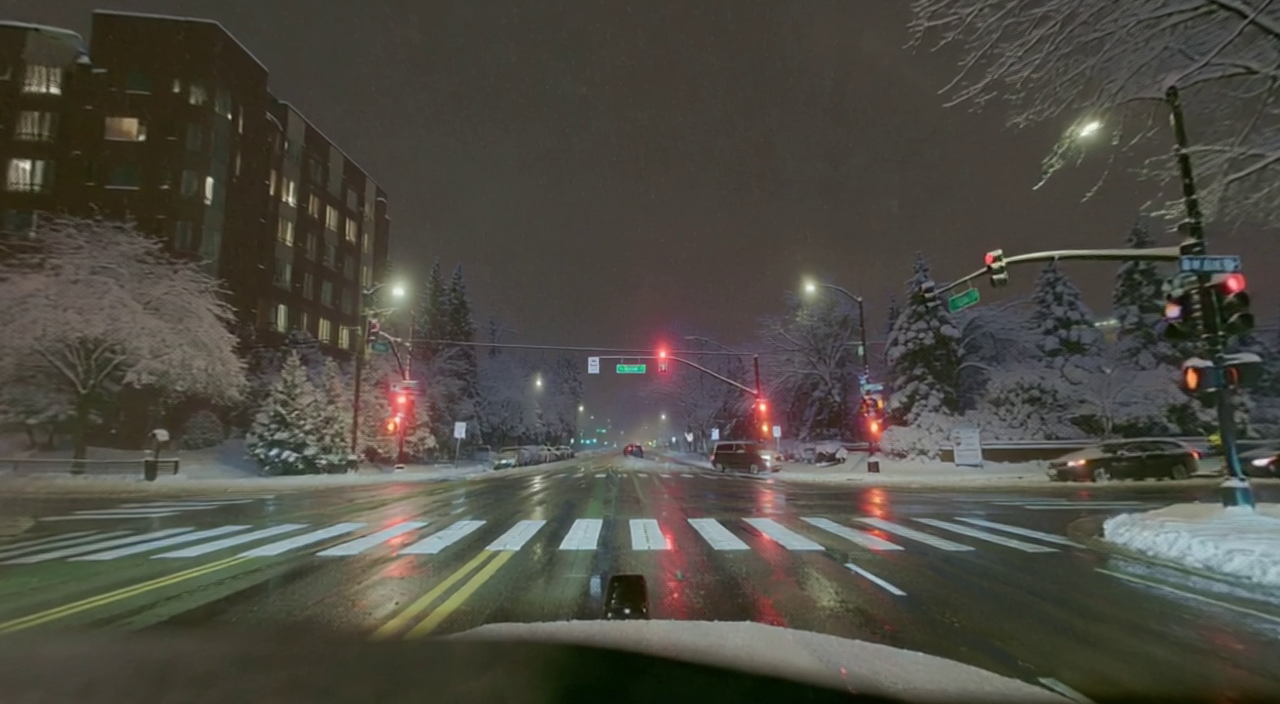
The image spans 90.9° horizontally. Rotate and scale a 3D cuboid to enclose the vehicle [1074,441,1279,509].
[{"bbox_3d":[12.975,2.800,14.574,4.424,1.436,1.804,-1,-9,5],"label":"vehicle"}]
